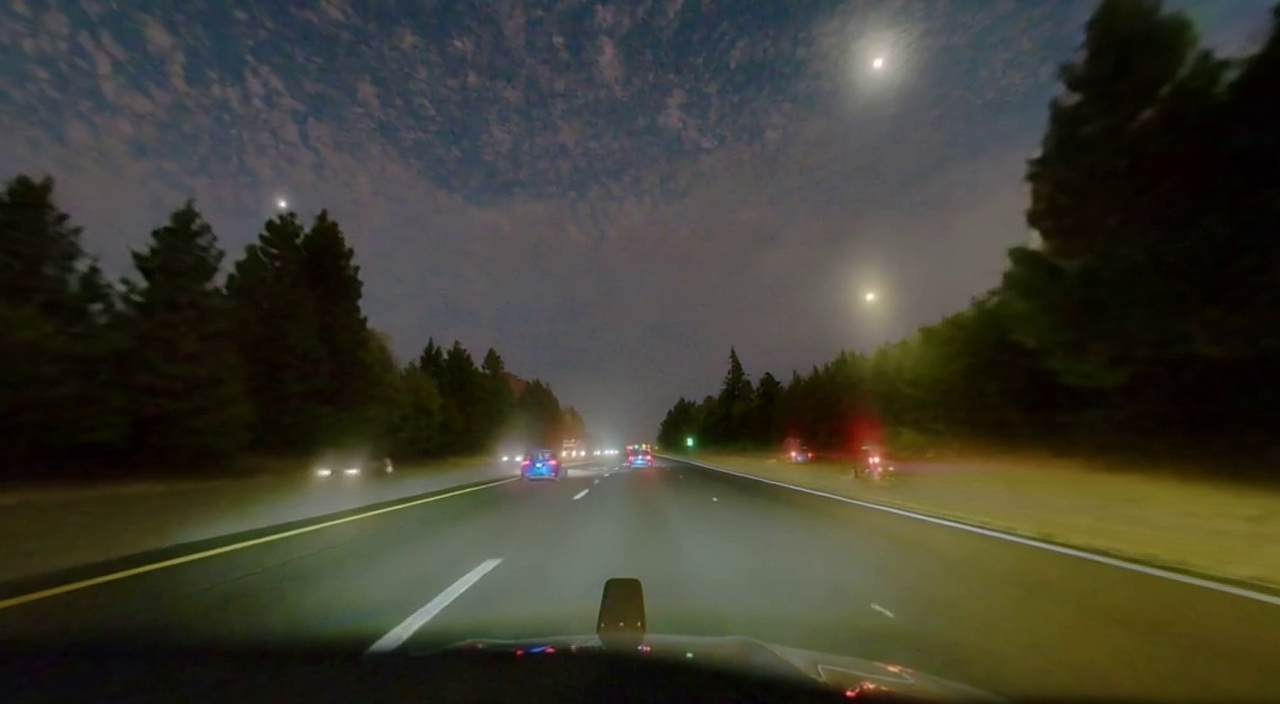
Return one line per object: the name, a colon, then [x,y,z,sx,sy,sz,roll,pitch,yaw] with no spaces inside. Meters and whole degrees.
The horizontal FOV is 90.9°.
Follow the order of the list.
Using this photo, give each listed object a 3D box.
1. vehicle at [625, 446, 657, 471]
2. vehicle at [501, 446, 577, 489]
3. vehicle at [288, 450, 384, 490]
vehicle: [0.069,7.123,42.213,2.011,1.590,3.607,0,-9,0]
vehicle: [-3.753,4.383,24.303,2.157,1.483,4.601,0,-9,1]
vehicle: [-12.750,4.939,26.768,1.827,1.493,4.634,0,-9,-1]
